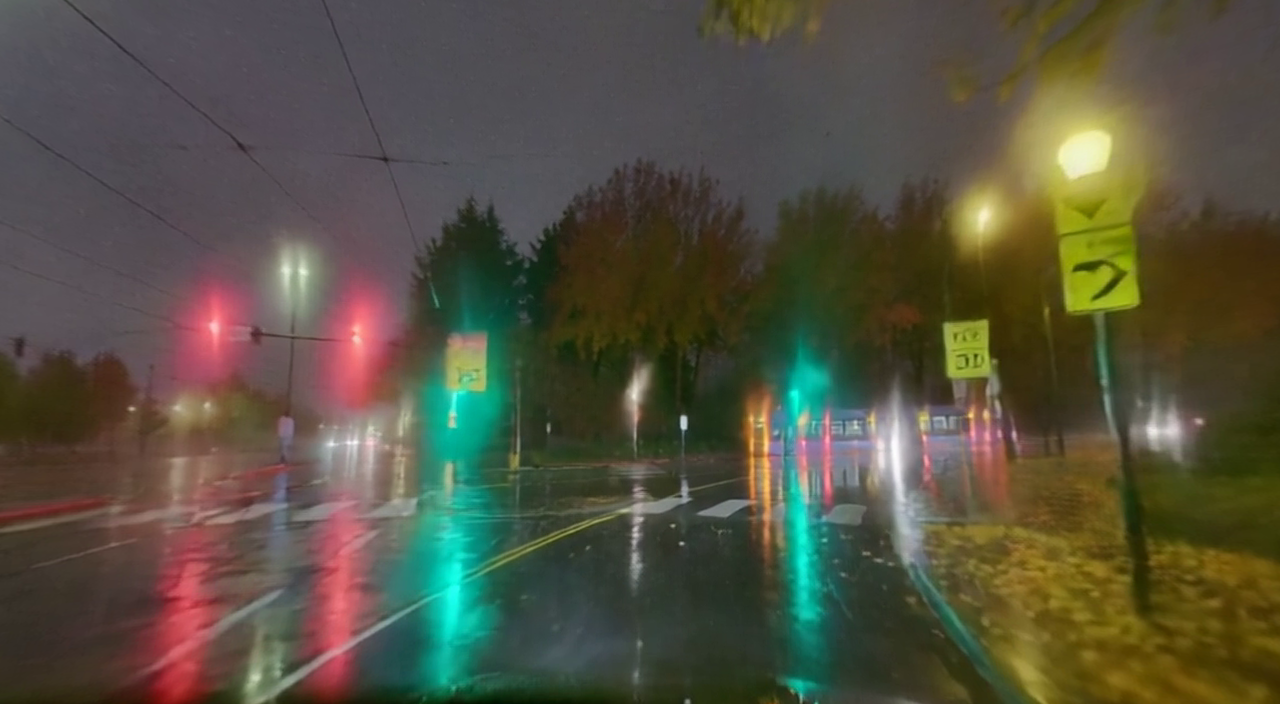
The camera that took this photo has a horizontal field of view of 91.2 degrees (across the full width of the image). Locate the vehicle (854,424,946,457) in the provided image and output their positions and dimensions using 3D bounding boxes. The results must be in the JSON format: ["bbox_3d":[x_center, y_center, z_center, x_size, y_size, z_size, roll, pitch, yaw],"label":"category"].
[{"bbox_3d":[14.762,5.058,35.606,4.687,1.760,2.028,3,-9,-22],"label":"vehicle"}]

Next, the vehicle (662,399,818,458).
[{"bbox_3d":[6.870,5.331,43.007,10.391,3.725,2.904,3,-9,-19],"label":"vehicle"}]
